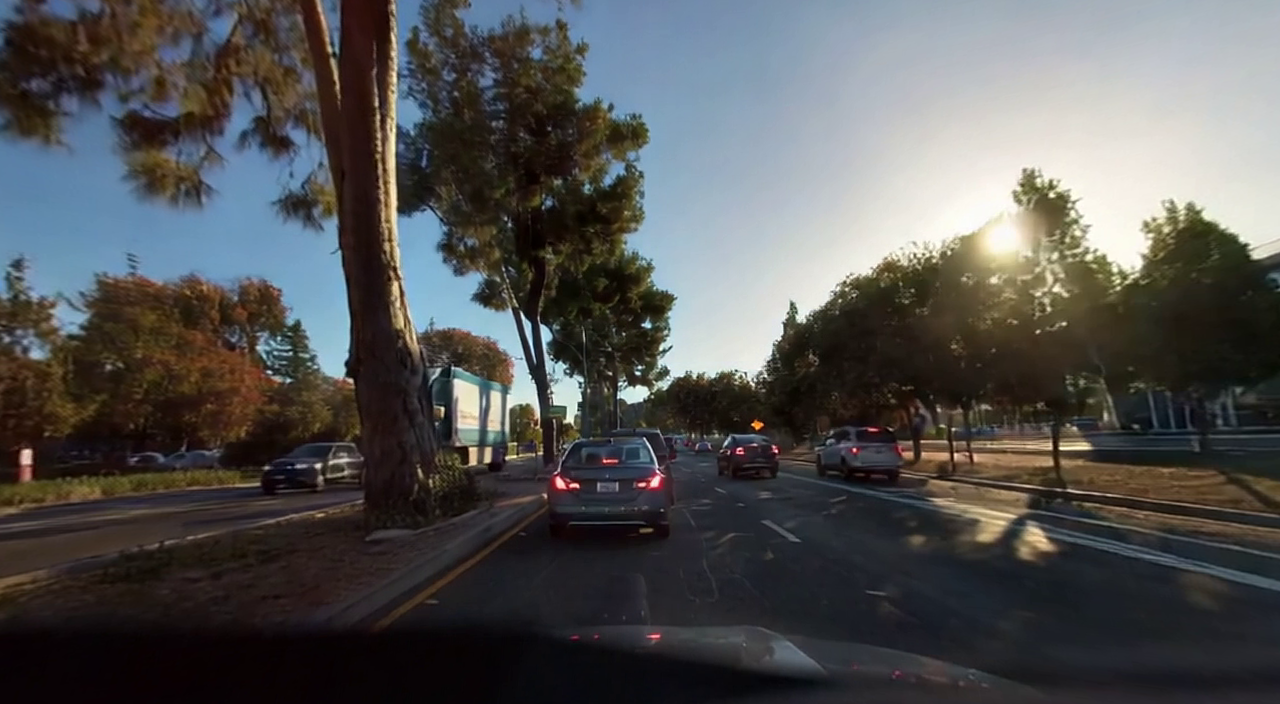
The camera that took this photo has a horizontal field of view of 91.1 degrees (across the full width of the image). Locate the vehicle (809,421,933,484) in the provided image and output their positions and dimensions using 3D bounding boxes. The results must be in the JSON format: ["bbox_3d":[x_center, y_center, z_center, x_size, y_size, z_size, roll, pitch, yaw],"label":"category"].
[{"bbox_3d":[7.885,3.514,22.111,2.425,1.936,5.081,0,-8,0],"label":"vehicle"}]

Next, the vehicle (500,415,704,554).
[{"bbox_3d":[-0.438,1.814,9.227,2.315,1.563,4.080,0,-8,0],"label":"vehicle"}]

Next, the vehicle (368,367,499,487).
[{"bbox_3d":[-8.140,3.157,25.789,3.043,4.303,6.343,0,-8,1],"label":"vehicle"}]

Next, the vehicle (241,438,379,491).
[{"bbox_3d":[-14.018,4.800,27.307,2.394,2.012,6.232,0,-8,3],"label":"vehicle"}]

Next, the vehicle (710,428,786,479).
[{"bbox_3d":[4.005,3.871,24.121,2.090,1.763,4.560,0,-8,0],"label":"vehicle"}]
